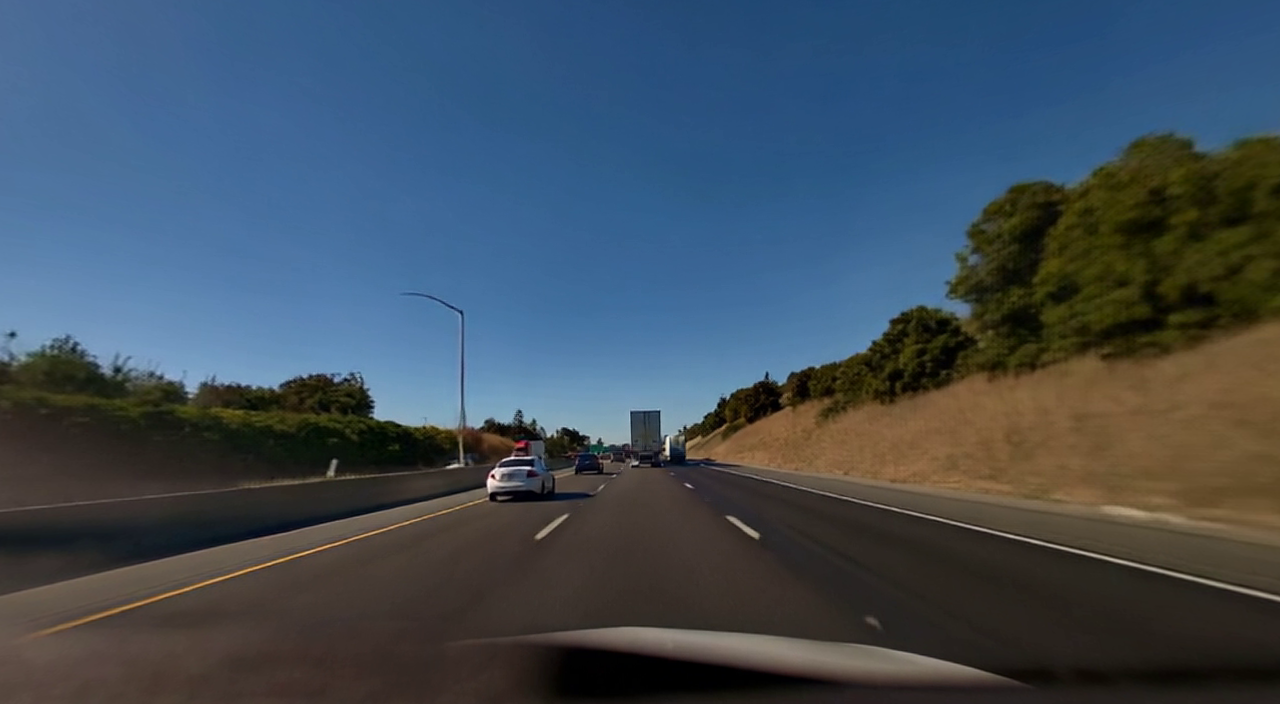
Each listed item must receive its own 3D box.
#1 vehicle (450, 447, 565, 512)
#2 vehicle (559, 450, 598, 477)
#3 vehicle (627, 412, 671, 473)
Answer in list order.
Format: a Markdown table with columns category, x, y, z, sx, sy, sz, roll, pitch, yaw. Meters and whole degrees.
| category | x | y | z | sx | sy | sz | roll | pitch | yaw |
| --- | --- | --- | --- | --- | --- | --- | --- | --- | --- |
| vehicle | -3.367 | 3.347 | 17.145 | 2.053 | 1.489 | 4.740 | 0 | -9 | 1 |
| vehicle | -3.763 | 6.922 | 39.412 | 2.051 | 1.537 | 4.111 | 0 | -9 | 0 |
| vehicle | 0.593 | 6.897 | 47.816 | 2.919 | 4.048 | 11.010 | 0 | -9 | 0 |
